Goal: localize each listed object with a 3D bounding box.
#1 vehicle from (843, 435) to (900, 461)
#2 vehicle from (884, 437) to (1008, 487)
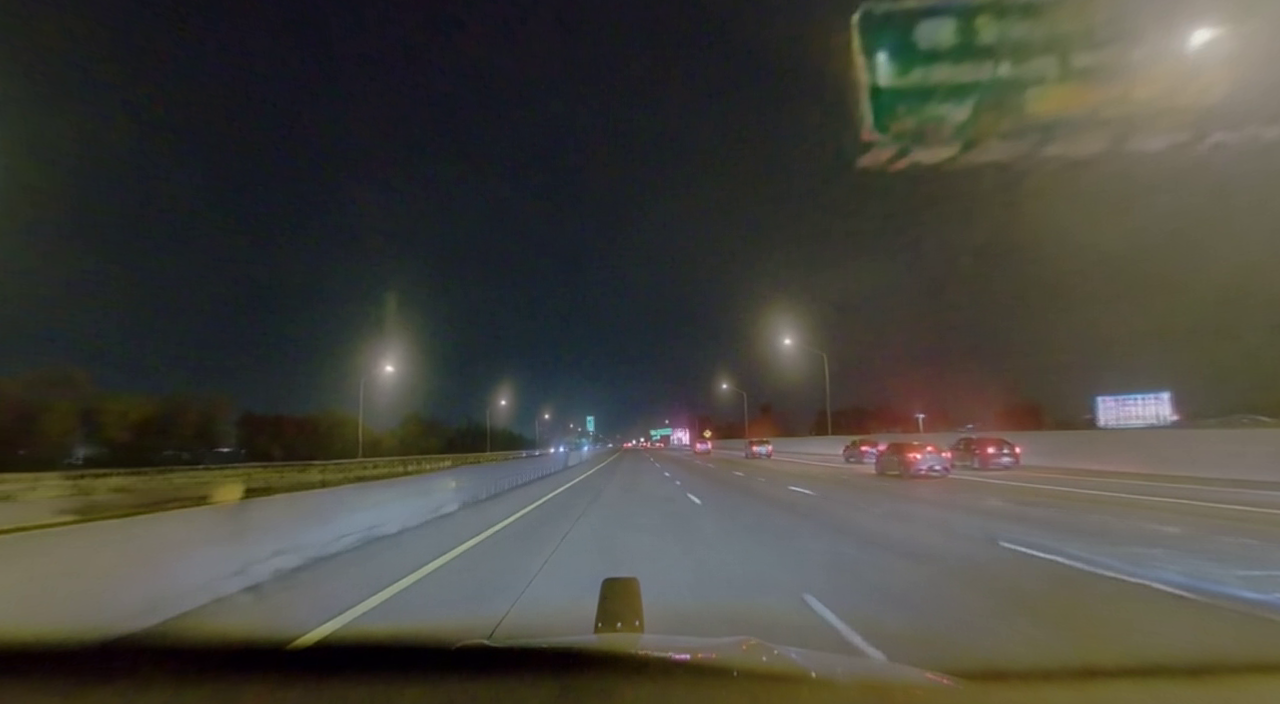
[{"bbox_3d":[16.441,6.880,45.218,2.034,1.698,5.065,0,-9,-2],"label":"vehicle"},{"bbox_3d":[9.527,3.451,20.089,1.836,1.418,4.132,0,-9,-1],"label":"vehicle"}]
